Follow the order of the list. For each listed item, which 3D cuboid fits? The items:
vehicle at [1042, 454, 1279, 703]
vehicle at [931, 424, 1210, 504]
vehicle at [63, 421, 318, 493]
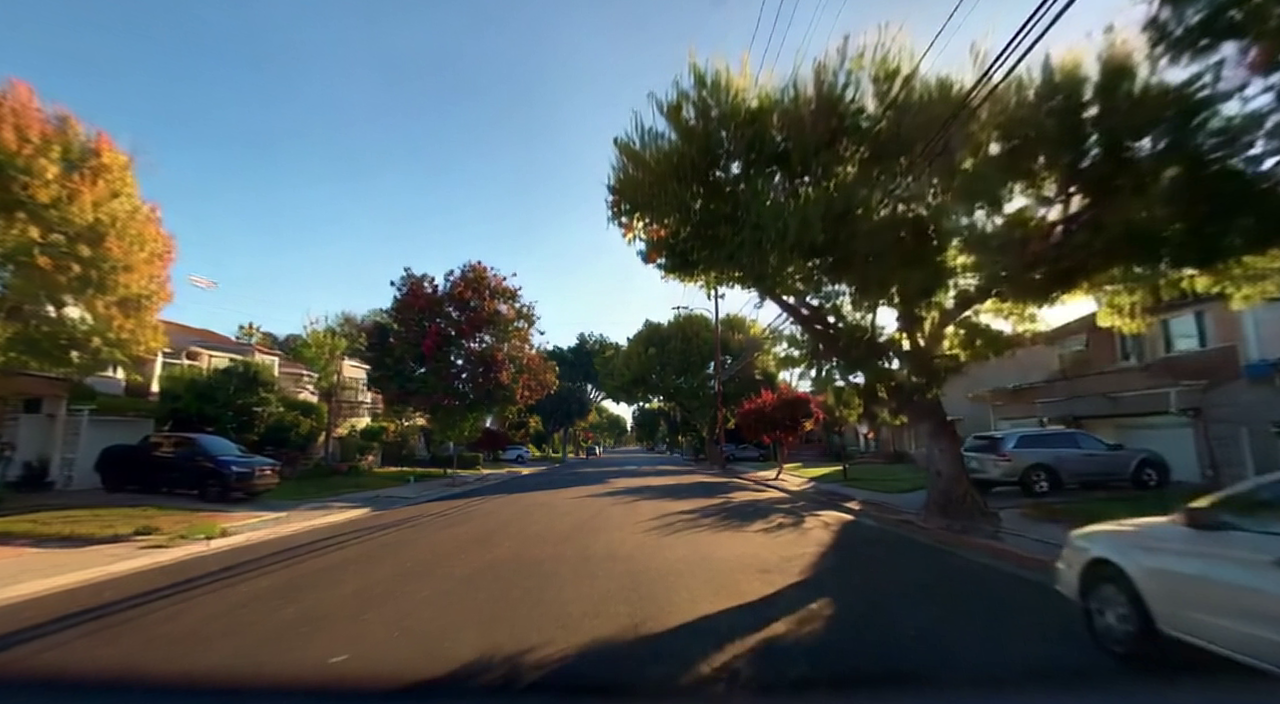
[{"bbox_3d":[4.215,1.164,2.555,2.055,1.402,4.559,1,-9,-2],"label":"vehicle"},{"bbox_3d":[10.330,2.715,15.542,5.221,1.798,2.211,0,-9,-1],"label":"vehicle"},{"bbox_3d":[-12.314,2.920,17.695,5.186,1.842,2.465,0,-9,-1],"label":"vehicle"}]
